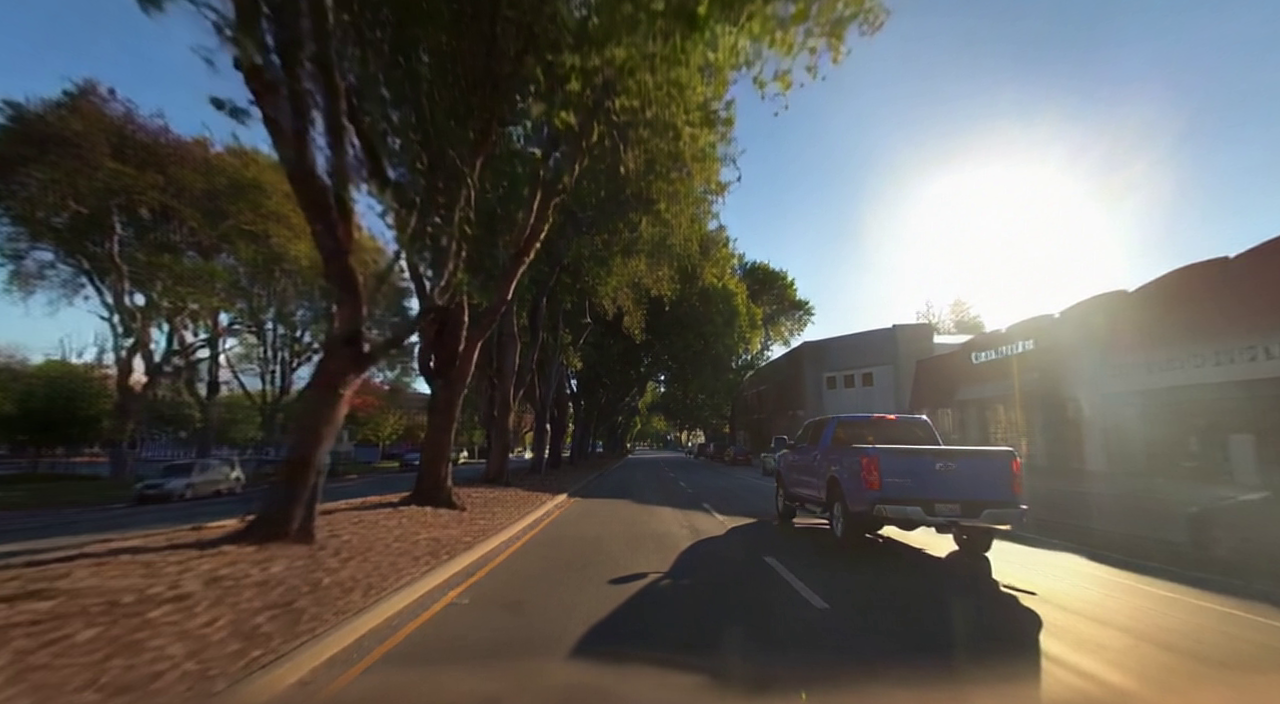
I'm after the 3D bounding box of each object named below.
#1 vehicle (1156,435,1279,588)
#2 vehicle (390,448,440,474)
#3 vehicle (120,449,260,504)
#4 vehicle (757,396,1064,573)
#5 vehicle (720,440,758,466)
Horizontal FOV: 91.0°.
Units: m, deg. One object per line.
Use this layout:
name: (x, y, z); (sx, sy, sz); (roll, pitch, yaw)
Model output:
vehicle: (7.561, 1.515, 5.597); (2.076, 1.536, 4.423); (1, -8, -2)
vehicle: (-16.023, 7.771, 45.072); (1.919, 1.616, 4.723); (-2, -8, -1)
vehicle: (-15.951, 4.376, 22.675); (1.913, 1.734, 4.357); (0, -8, -2)
vehicle: (3.325, 1.781, 9.312); (2.085, 1.828, 5.383); (0, -8, -1)
vehicle: (7.431, 7.640, 47.825); (1.961, 1.840, 5.264); (0, -8, -1)
